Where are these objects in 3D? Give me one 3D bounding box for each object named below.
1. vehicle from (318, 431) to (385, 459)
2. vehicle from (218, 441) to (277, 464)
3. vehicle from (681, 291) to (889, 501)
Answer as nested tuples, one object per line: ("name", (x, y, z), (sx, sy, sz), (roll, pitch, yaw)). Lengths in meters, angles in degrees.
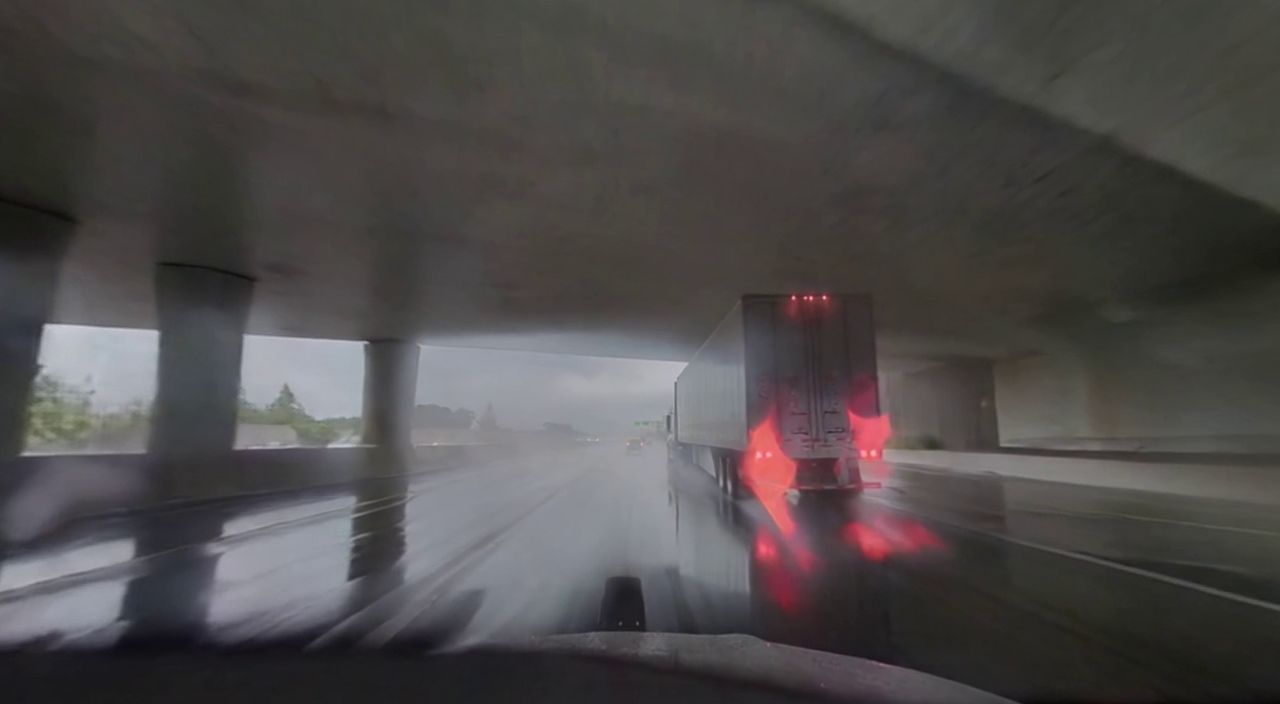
("vehicle", (-17.741, 5.756, 39.065), (2.164, 1.606, 4.065), (0, -9, 0))
("vehicle", (-25.838, 6.619, 41.704), (1.556, 1.394, 3.502), (0, -9, 0))
("vehicle", (3.360, 2.055, 20.662), (2.743, 4.160, 16.408), (0, -9, -1))
